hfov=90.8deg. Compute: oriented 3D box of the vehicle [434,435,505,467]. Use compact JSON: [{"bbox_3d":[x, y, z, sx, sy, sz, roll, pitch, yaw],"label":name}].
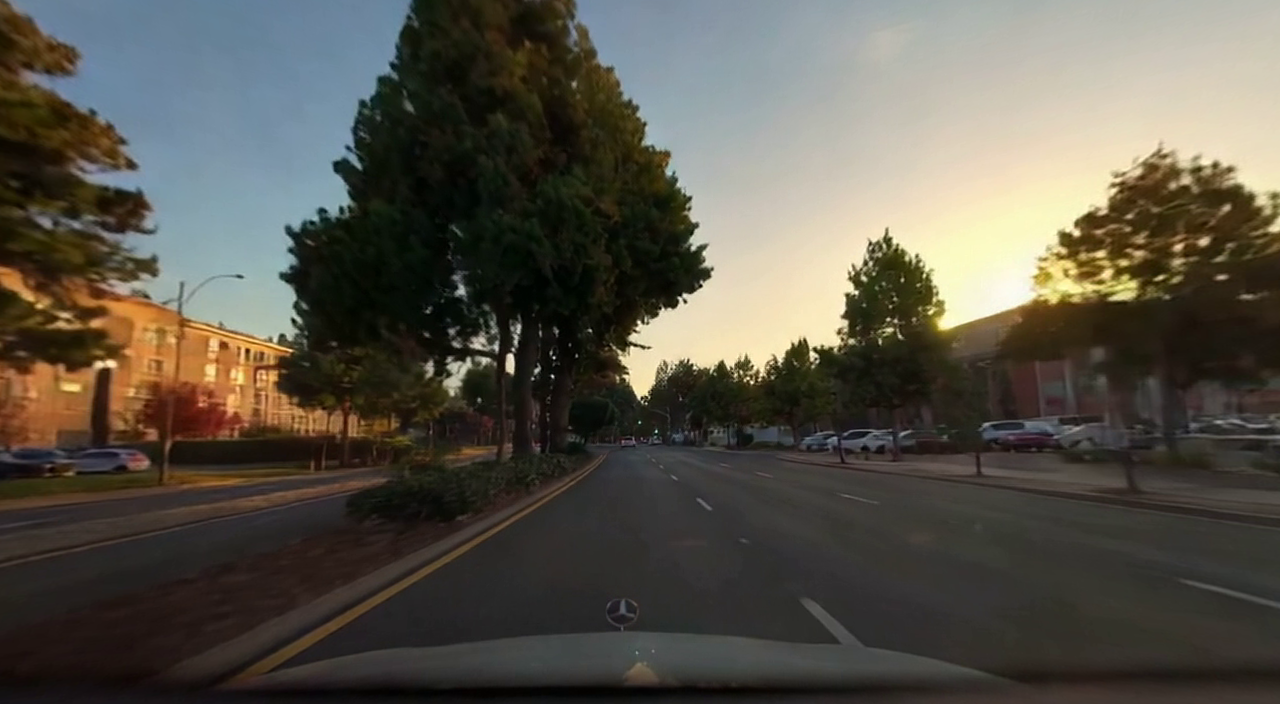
[{"bbox_3d":[-10.293,5.909,37.940,4.497,1.774,1.958,-8,-11,42],"label":"vehicle"}]
